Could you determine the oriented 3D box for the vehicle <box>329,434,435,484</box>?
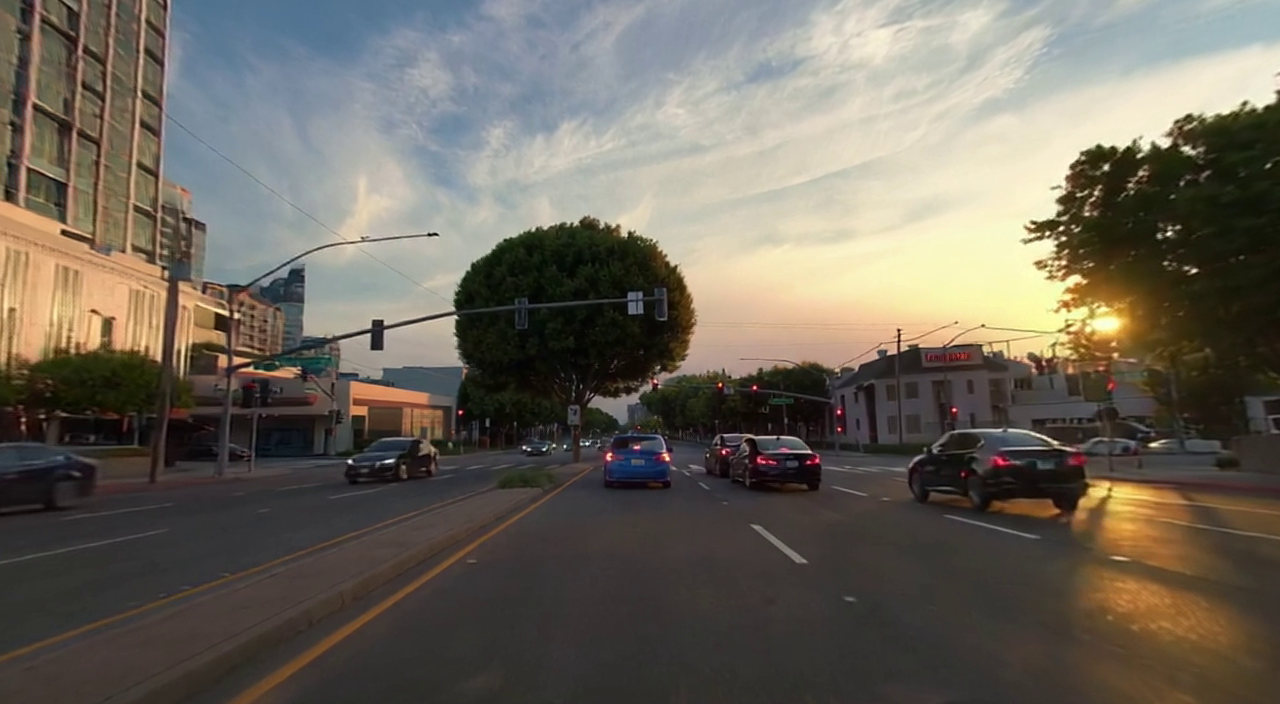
[{"bbox_3d":[-8.635,3.599,21.540,1.965,1.530,3.883,0,-8,0],"label":"vehicle"}]

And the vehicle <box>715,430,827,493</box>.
[{"bbox_3d":[3.430,2.974,17.481,2.018,1.491,4.544,0,-8,-1],"label":"vehicle"}]

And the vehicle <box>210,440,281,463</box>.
[{"bbox_3d":[-27.144,6.861,43.566,3.657,1.528,1.783,1,-8,-4],"label":"vehicle"}]

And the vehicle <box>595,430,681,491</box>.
[{"bbox_3d":[-0.092,2.947,17.444,2.087,1.468,4.014,0,-8,-1],"label":"vehicle"}]

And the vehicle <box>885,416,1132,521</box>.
[{"bbox_3d":[7.183,2.328,13.131,2.177,1.774,4.743,0,-8,-1],"label":"vehicle"}]
